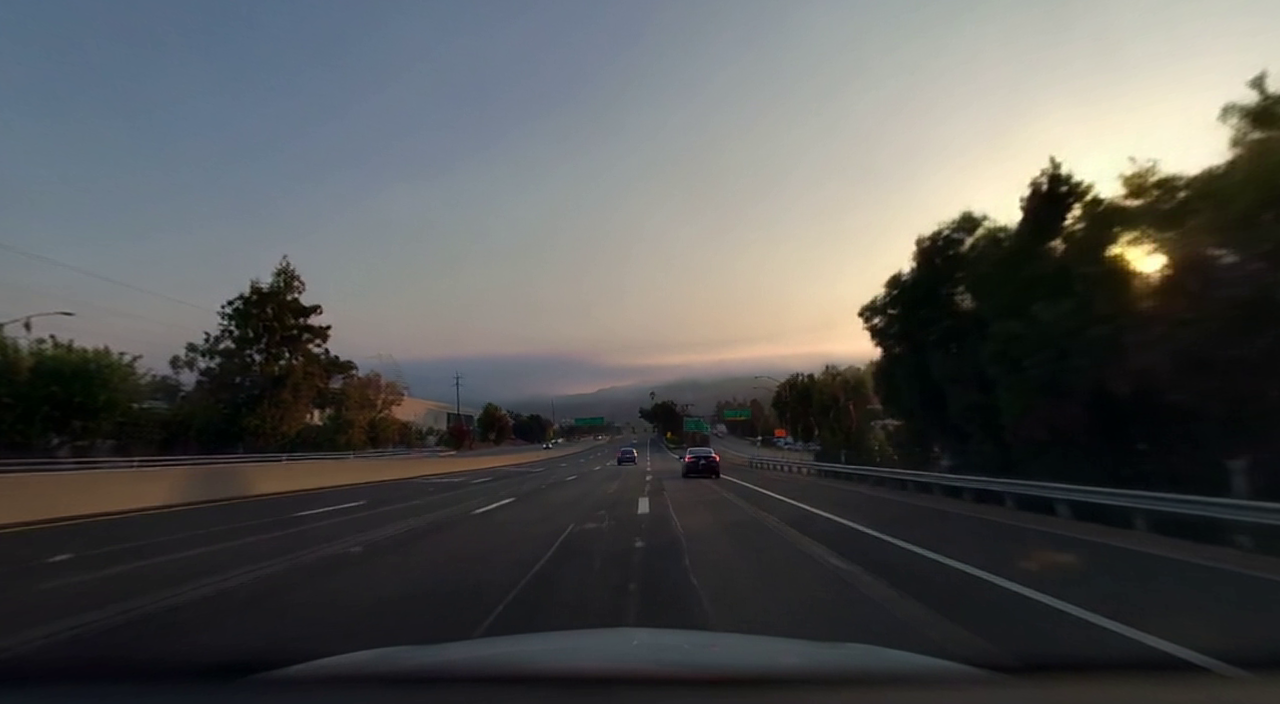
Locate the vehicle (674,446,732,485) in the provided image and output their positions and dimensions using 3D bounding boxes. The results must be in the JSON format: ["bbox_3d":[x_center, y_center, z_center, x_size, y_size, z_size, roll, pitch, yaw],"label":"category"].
[{"bbox_3d":[2.605,4.833,27.389,2.029,1.528,4.644,0,-9,0],"label":"vehicle"}]

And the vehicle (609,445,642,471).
[{"bbox_3d":[-0.984,7.519,45.087,2.127,1.692,4.382,0,-9,2],"label":"vehicle"}]
